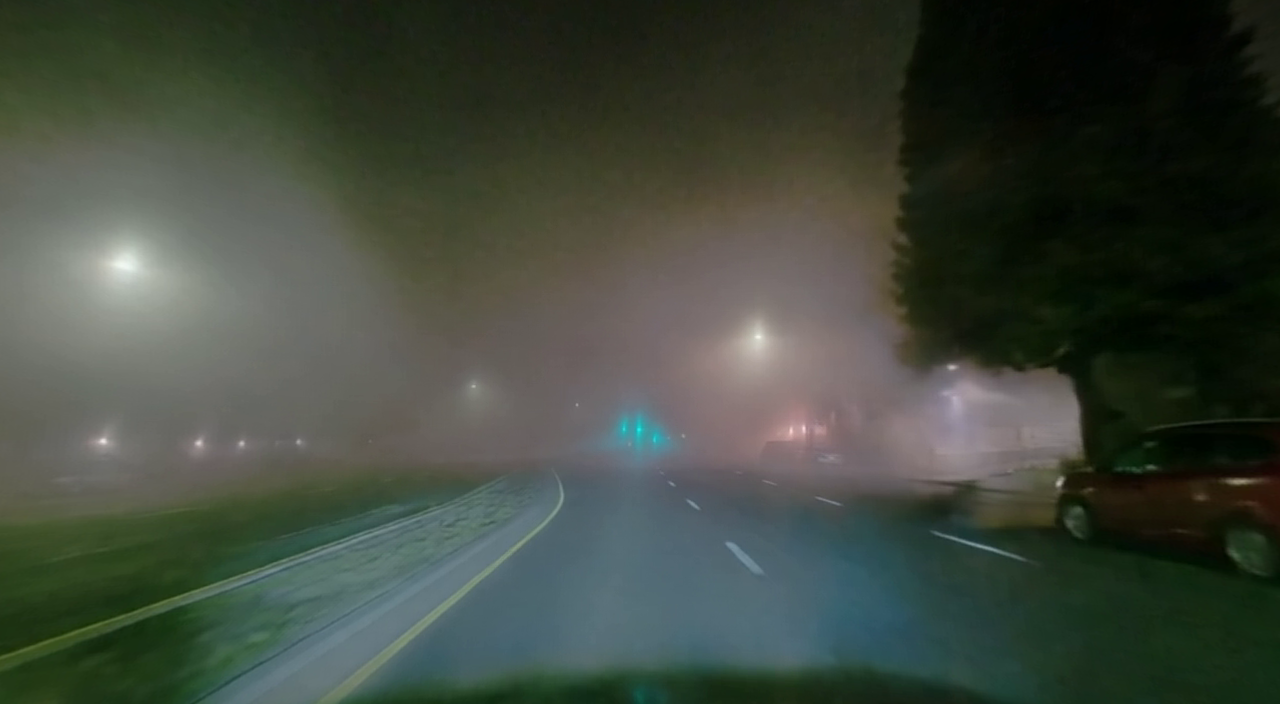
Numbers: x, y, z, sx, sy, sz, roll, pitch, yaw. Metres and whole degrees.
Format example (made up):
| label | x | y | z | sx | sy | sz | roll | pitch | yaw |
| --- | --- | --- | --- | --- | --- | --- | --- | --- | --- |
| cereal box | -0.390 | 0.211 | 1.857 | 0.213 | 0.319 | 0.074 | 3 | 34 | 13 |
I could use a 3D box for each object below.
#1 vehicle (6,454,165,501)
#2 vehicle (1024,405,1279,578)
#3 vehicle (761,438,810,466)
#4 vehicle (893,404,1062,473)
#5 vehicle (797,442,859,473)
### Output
| label | x | y | z | sx | sy | sz | roll | pitch | yaw |
| --- | --- | --- | --- | --- | --- | --- | --- | --- | --- |
| vehicle | -20.609 | 4.636 | 23.818 | 1.945 | 1.469 | 4.539 | -1 | -8 | -1 |
| vehicle | 7.052 | 1.524 | 7.329 | 2.053 | 1.628 | 4.717 | 0 | -9 | -2 |
| vehicle | 10.080 | 6.958 | 44.219 | 2.092 | 1.848 | 4.879 | 0 | -9 | -2 |
| vehicle | 17.136 | 4.457 | 32.444 | 6.927 | 3.298 | 2.751 | 0 | -8 | 0 |
| vehicle | 10.294 | 5.775 | 34.835 | 1.931 | 1.565 | 4.043 | 1 | -8 | -4 |
